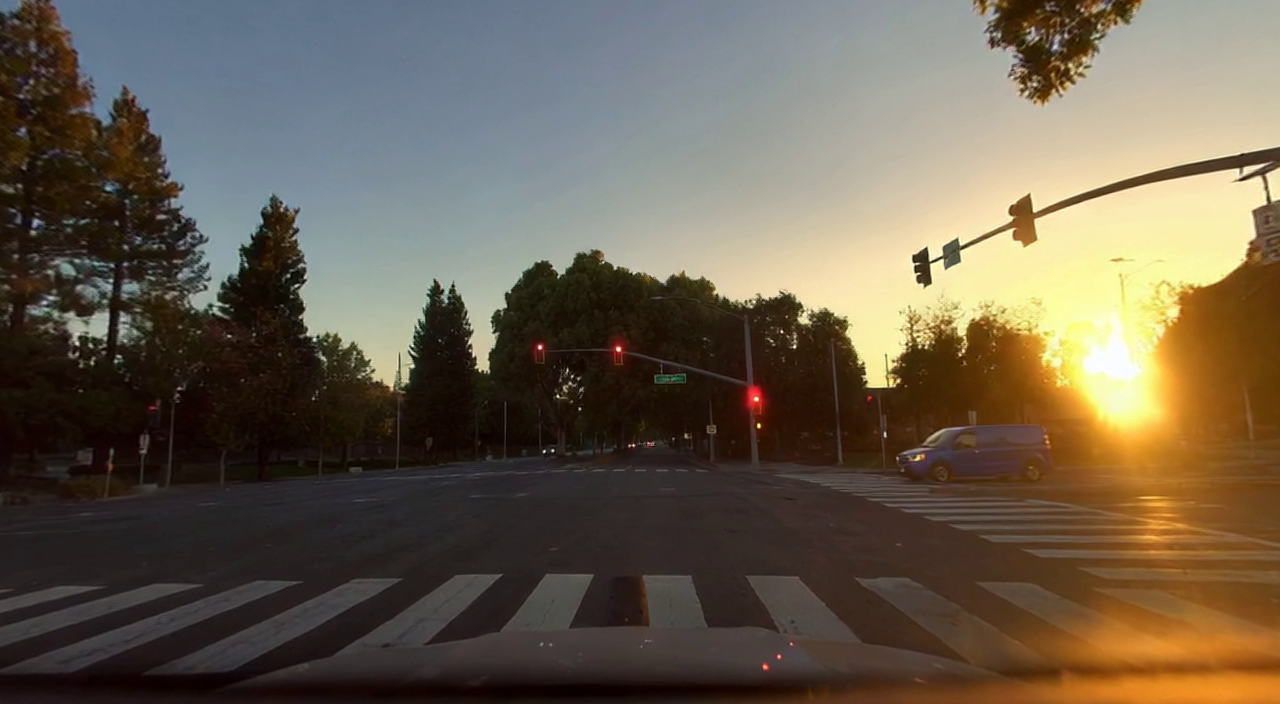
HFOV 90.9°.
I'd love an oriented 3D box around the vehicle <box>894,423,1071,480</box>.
[{"bbox_3d":[11.361,3.339,21.189,4.790,1.798,1.909,0,-8,0],"label":"vehicle"}]
